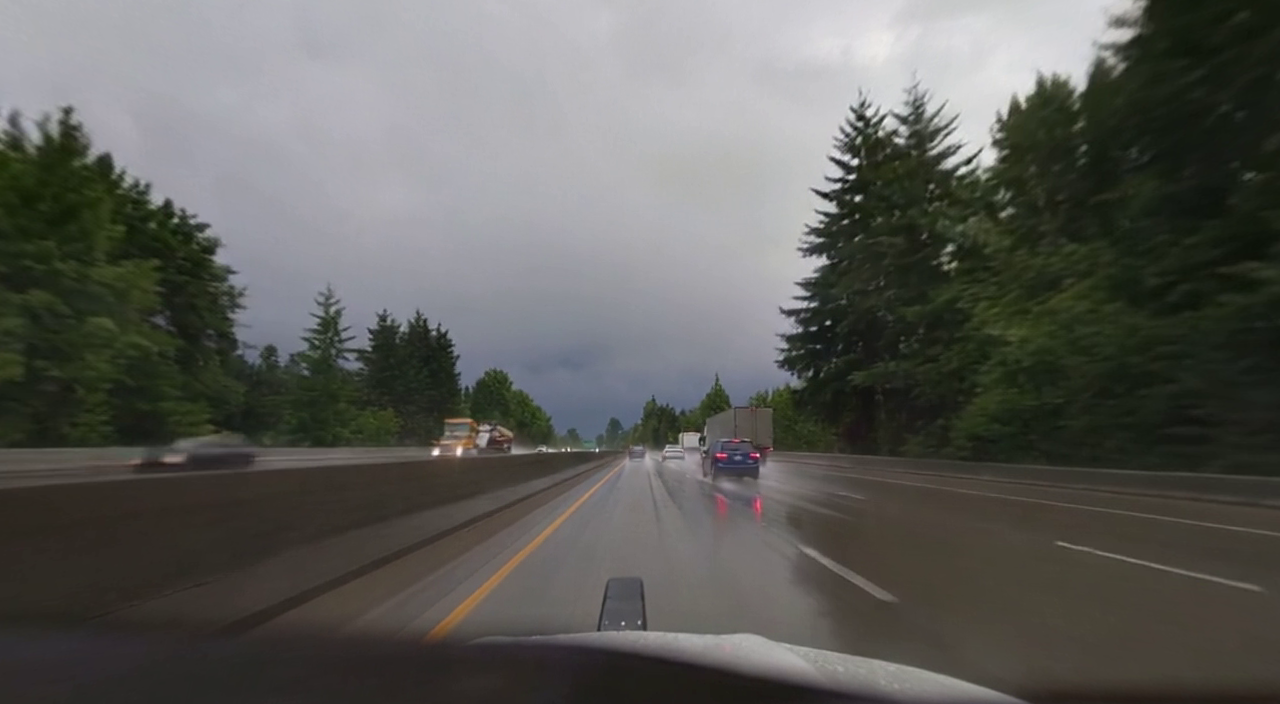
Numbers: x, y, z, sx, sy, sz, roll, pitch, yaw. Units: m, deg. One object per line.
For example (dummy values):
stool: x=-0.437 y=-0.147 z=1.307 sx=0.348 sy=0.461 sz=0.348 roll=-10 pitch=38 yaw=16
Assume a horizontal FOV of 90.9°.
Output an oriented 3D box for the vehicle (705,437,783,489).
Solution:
vehicle: x=3.598 y=3.946 z=22.644 sx=2.022 sy=1.658 sz=4.132 roll=0 pitch=-9 yaw=-1

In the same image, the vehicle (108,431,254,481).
vehicle: x=-15.906 y=3.635 z=22.203 sx=1.912 sy=1.583 sz=4.288 roll=0 pitch=-9 yaw=0
